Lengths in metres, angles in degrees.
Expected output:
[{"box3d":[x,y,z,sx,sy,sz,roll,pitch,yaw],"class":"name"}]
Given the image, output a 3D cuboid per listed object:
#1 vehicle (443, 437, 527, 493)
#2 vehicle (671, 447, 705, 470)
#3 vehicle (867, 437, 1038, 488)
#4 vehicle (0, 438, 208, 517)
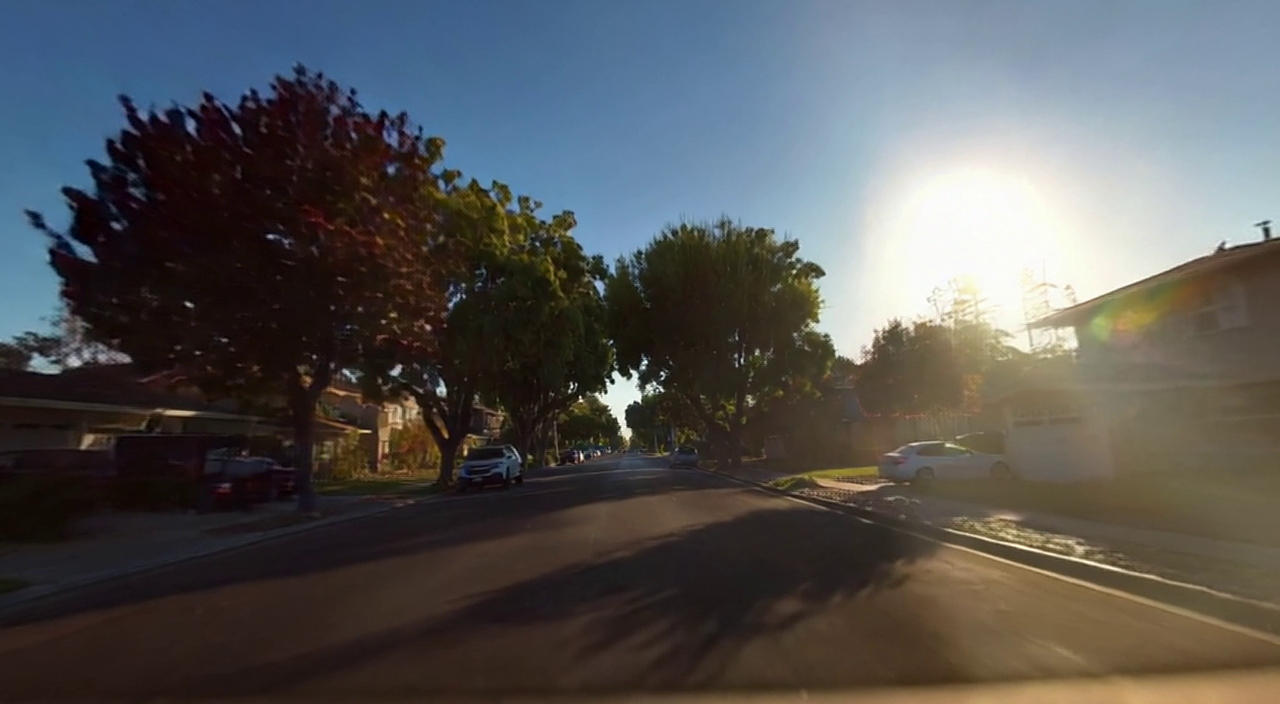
[{"box3d":[-6.000,4.444,25.226,2.341,1.942,5.044,0,-9,-3],"class":"vehicle"},{"box3d":[3.458,7.818,46.567,1.996,1.585,4.371,0,-9,-2],"class":"vehicle"},{"box3d":[9.989,3.545,20.435,4.497,1.564,1.948,0,-9,-3],"class":"vehicle"},{"box3d":[-12.554,2.629,13.532,5.040,1.541,2.042,0,-9,0],"class":"vehicle"}]
